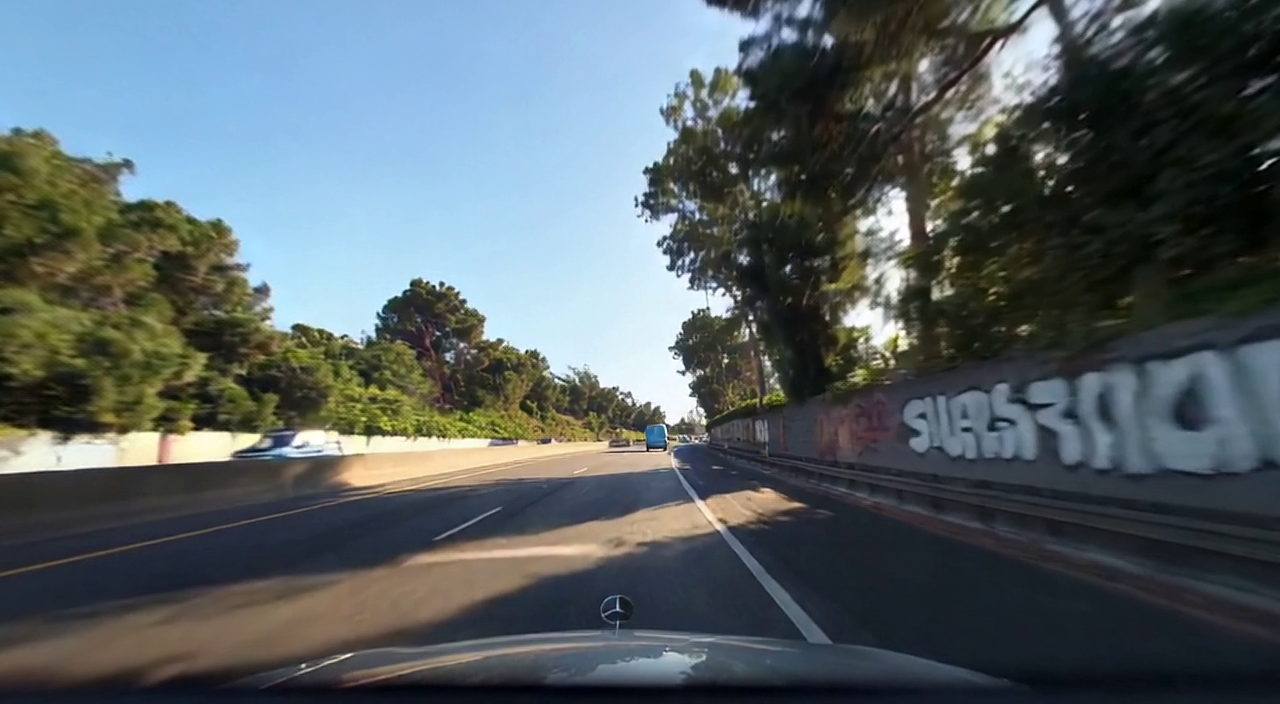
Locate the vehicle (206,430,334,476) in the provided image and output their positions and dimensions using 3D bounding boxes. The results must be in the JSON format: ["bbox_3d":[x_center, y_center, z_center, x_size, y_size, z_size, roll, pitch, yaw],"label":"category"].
[{"bbox_3d":[-13.438,3.655,23.255,1.864,1.511,4.523,0,-8,2],"label":"vehicle"}]
